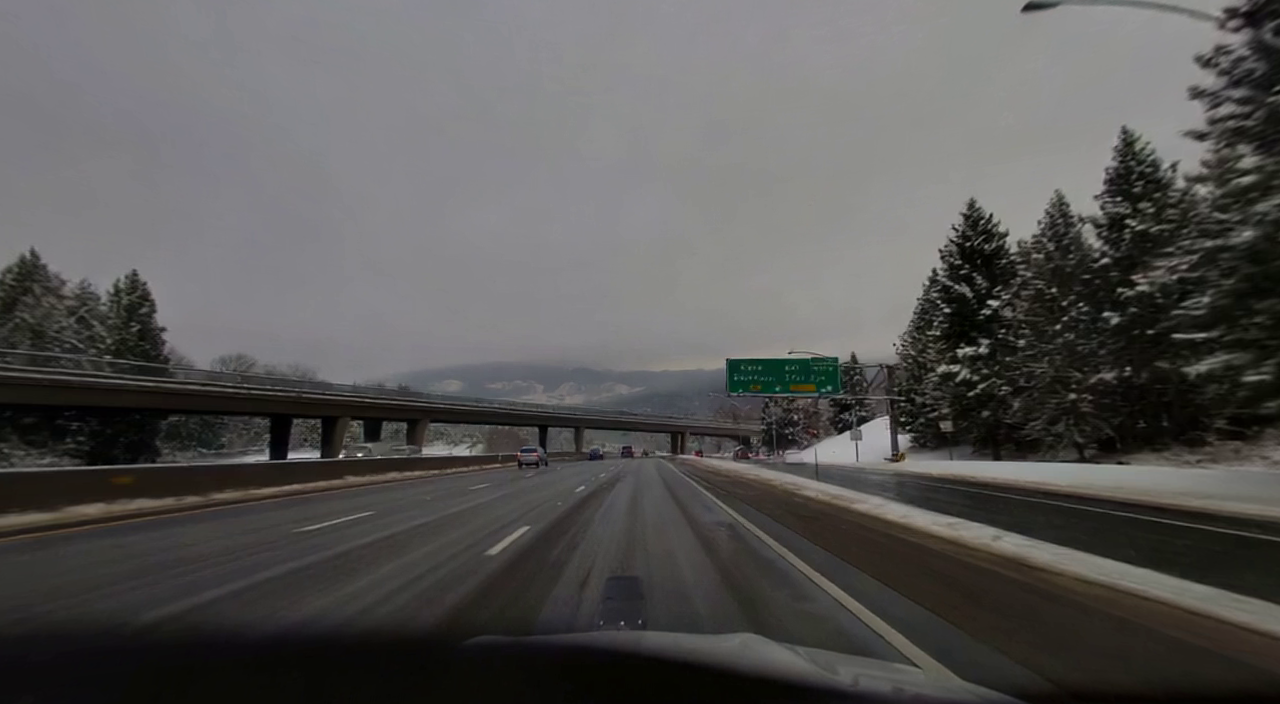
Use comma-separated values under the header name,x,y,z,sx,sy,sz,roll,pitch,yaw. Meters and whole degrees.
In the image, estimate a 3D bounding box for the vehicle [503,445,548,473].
name,x,y,z,sx,sy,sz,roll,pitch,yaw
vehicle,-7.008,6.596,38.863,1.935,1.633,3.955,0,-8,1

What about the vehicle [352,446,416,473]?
name,x,y,z,sx,sy,sz,roll,pitch,yaw
vehicle,-15.689,6.604,38.757,2.016,1.537,4.602,0,-8,1
